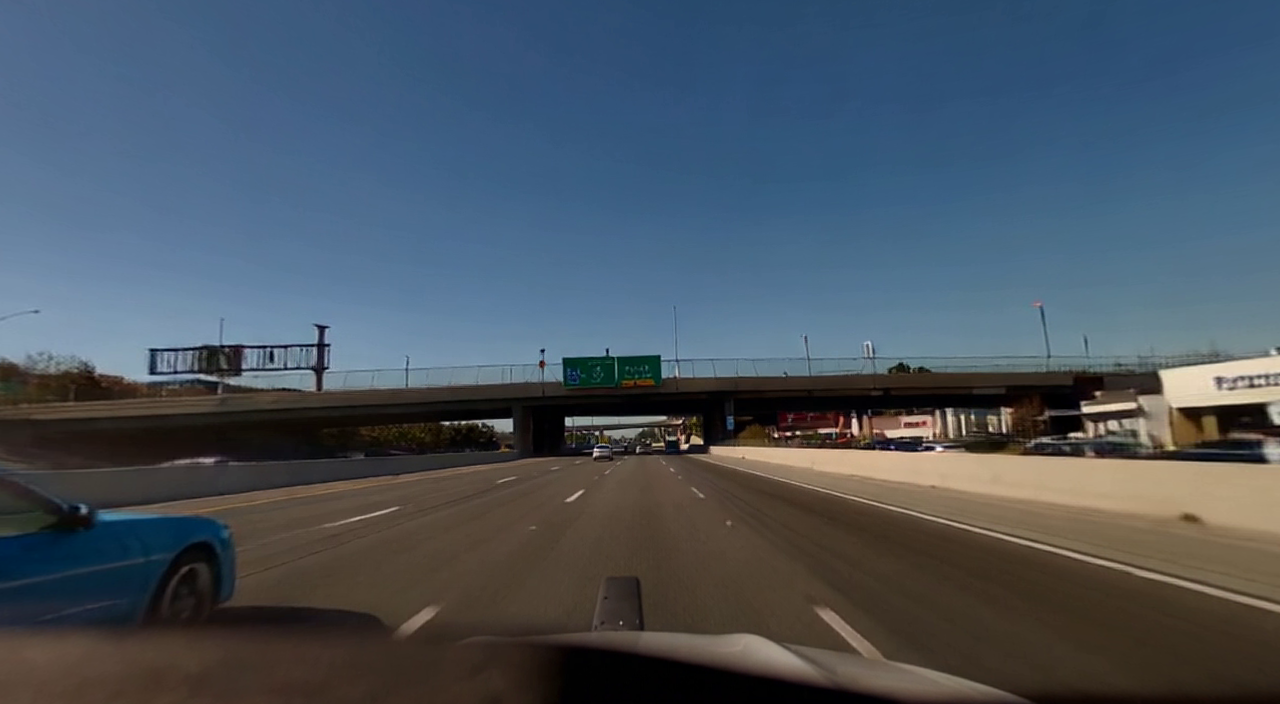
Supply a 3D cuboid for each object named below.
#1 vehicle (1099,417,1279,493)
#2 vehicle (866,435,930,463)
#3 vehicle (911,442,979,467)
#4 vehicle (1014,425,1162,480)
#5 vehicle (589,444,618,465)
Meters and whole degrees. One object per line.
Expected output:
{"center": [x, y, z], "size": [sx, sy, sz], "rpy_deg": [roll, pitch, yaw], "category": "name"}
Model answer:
{"center": [17.815, 3.218, 20.126], "size": [2.229, 2.050, 5.602], "rpy_deg": [0, -8, 2], "category": "vehicle"}
{"center": [18.631, 7.030, 45.973], "size": [2.128, 1.915, 5.821], "rpy_deg": [0, -8, -1], "category": "vehicle"}
{"center": [18.461, 6.217, 38.467], "size": [1.858, 1.432, 4.563], "rpy_deg": [0, -8, 0], "category": "vehicle"}
{"center": [18.023, 4.082, 25.853], "size": [2.108, 1.965, 5.471], "rpy_deg": [0, -8, 1], "category": "vehicle"}
{"center": [-2.729, 7.800, 48.208], "size": [1.982, 1.516, 4.327], "rpy_deg": [0, -8, 0], "category": "vehicle"}
